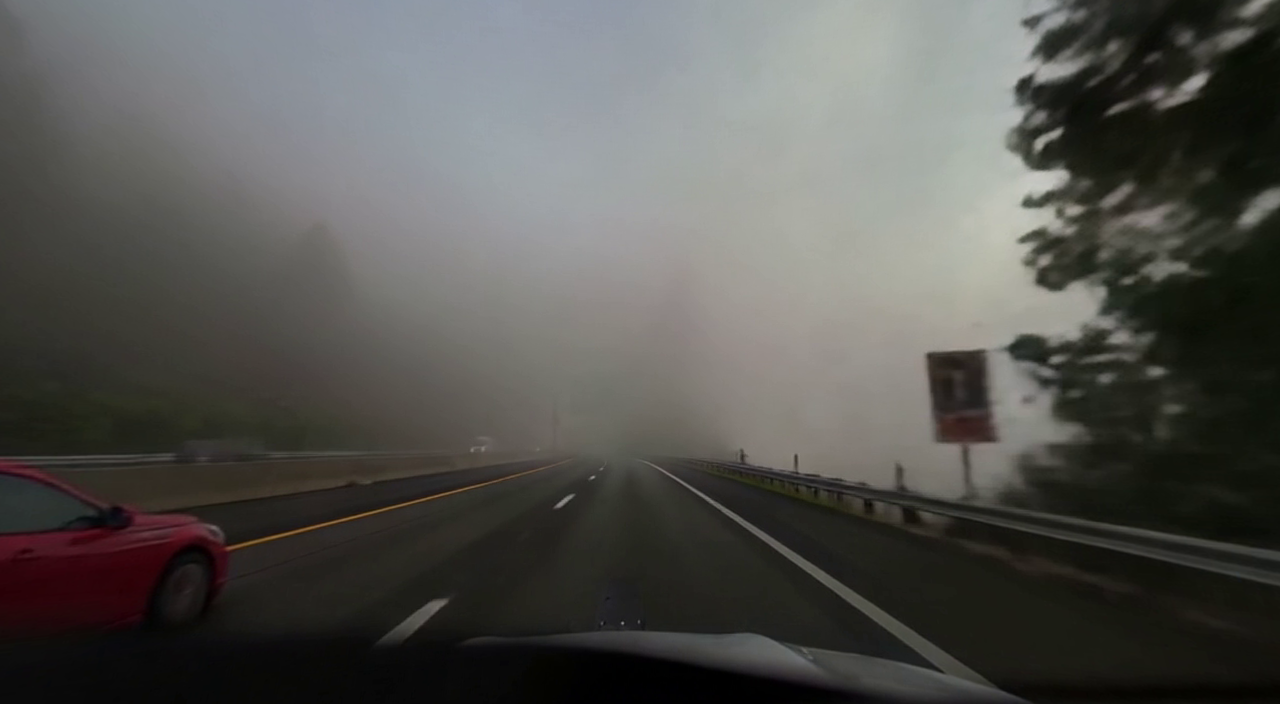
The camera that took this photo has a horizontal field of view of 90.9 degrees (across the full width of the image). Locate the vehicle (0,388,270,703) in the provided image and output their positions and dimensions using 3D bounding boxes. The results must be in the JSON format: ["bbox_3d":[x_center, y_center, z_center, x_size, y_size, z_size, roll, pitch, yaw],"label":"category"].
[{"bbox_3d":[-3.854,0.941,2.825,1.990,1.532,3.911,0,-9,0],"label":"vehicle"}]
